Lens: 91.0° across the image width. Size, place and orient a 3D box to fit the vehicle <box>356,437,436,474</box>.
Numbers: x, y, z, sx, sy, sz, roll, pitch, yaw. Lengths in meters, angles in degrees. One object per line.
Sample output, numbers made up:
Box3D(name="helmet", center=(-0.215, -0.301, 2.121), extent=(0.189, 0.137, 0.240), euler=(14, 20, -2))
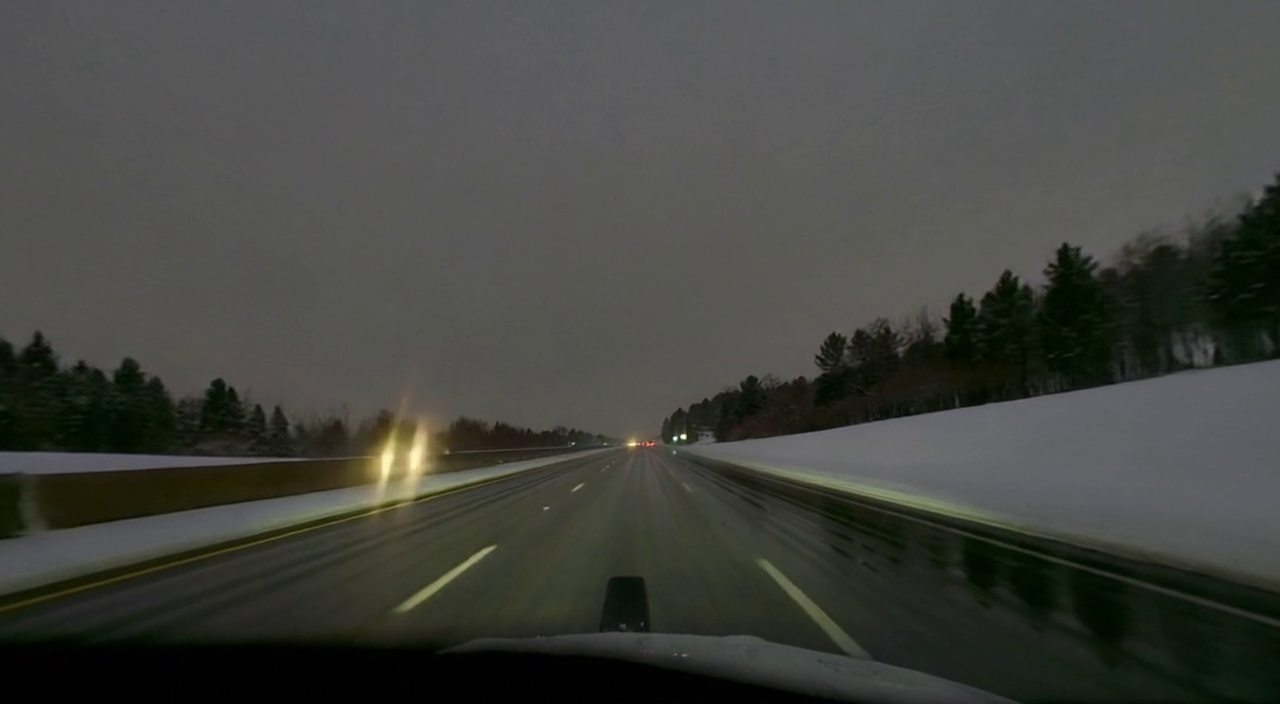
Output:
Box3D(name="vehicle", center=(-12.197, 5.192, 31.849), extent=(2.047, 1.735, 4.728), euler=(0, -8, 1))
